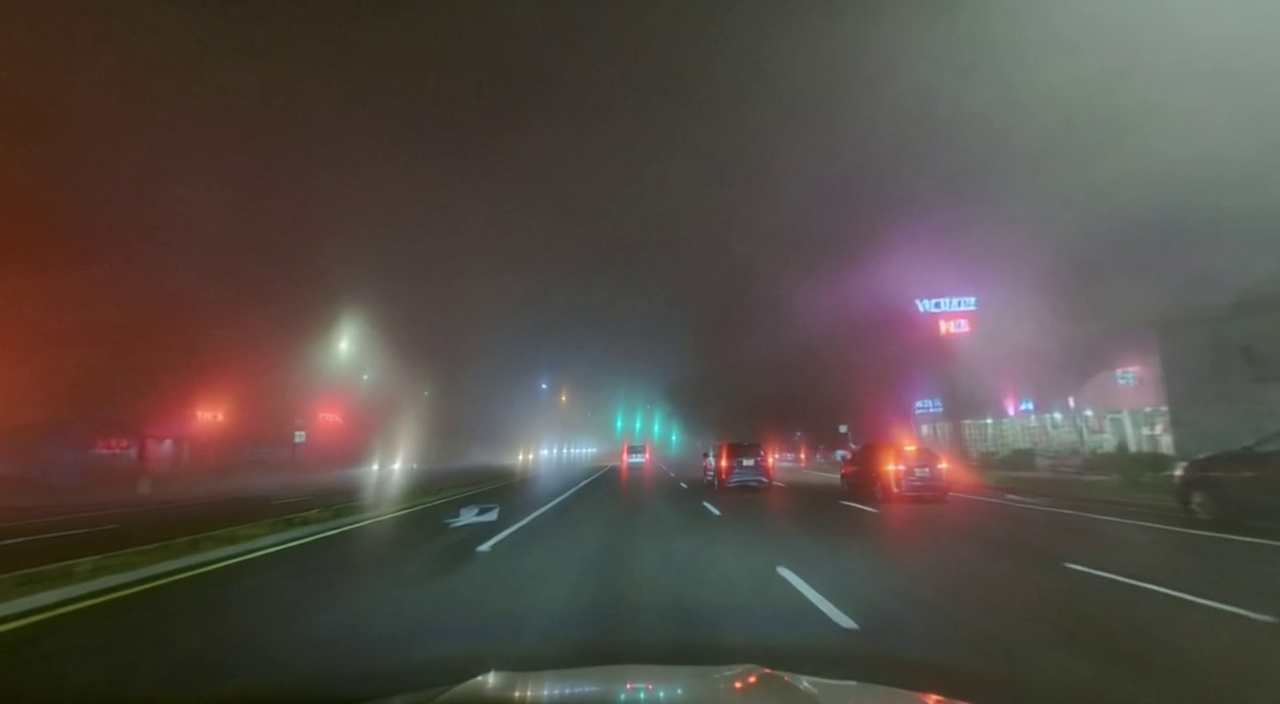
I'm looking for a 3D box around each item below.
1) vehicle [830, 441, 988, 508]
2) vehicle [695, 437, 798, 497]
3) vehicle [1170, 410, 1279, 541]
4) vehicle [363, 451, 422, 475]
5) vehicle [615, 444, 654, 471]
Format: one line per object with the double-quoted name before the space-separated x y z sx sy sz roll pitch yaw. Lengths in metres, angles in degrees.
"vehicle" 6.600 3.024 16.187 1.952 1.449 4.544 0 -8 -2
"vehicle" 2.964 3.319 18.712 2.072 1.545 4.578 0 -8 -2
"vehicle" 10.509 1.700 8.550 2.248 1.899 4.942 0 -8 -2
"vehicle" -16.085 7.215 41.326 1.921 1.480 4.577 0 -8 1
"vehicle" -0.291 5.967 35.984 2.052 1.461 4.324 0 -8 0
